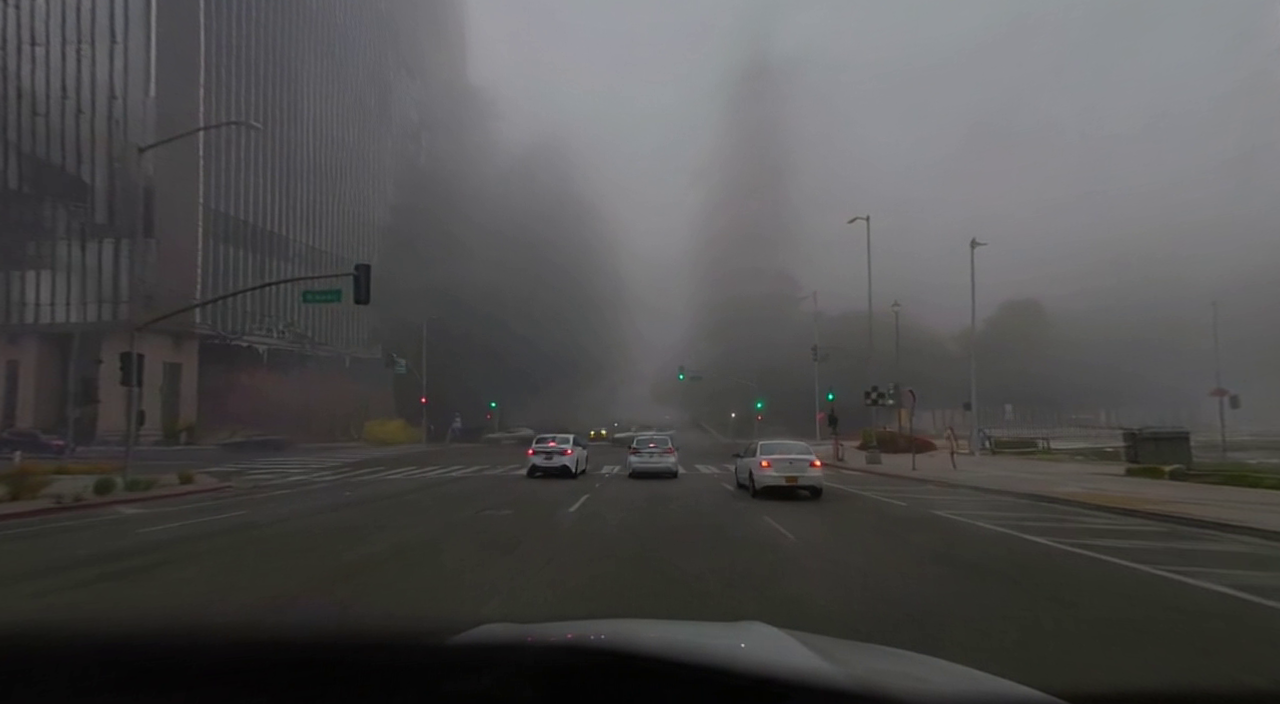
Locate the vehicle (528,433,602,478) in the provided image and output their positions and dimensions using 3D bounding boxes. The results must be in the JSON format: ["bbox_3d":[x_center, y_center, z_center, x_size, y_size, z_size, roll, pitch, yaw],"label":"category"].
[{"bbox_3d":[-2.609,3.738,23.105,1.995,1.479,4.627,0,-8,2],"label":"vehicle"}]

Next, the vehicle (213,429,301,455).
[{"bbox_3d":[-27.562,6.508,45.661,4.964,1.789,1.941,2,-9,-11],"label":"vehicle"}]

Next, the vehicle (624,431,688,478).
[{"bbox_3d":[0.539,3.532,21.963,2.016,1.478,3.795,0,-8,1],"label":"vehicle"}]

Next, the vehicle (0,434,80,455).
[{"bbox_3d":[-46.526,7.153,48.846,4.314,1.571,1.846,1,-9,-9],"label":"vehicle"}]
